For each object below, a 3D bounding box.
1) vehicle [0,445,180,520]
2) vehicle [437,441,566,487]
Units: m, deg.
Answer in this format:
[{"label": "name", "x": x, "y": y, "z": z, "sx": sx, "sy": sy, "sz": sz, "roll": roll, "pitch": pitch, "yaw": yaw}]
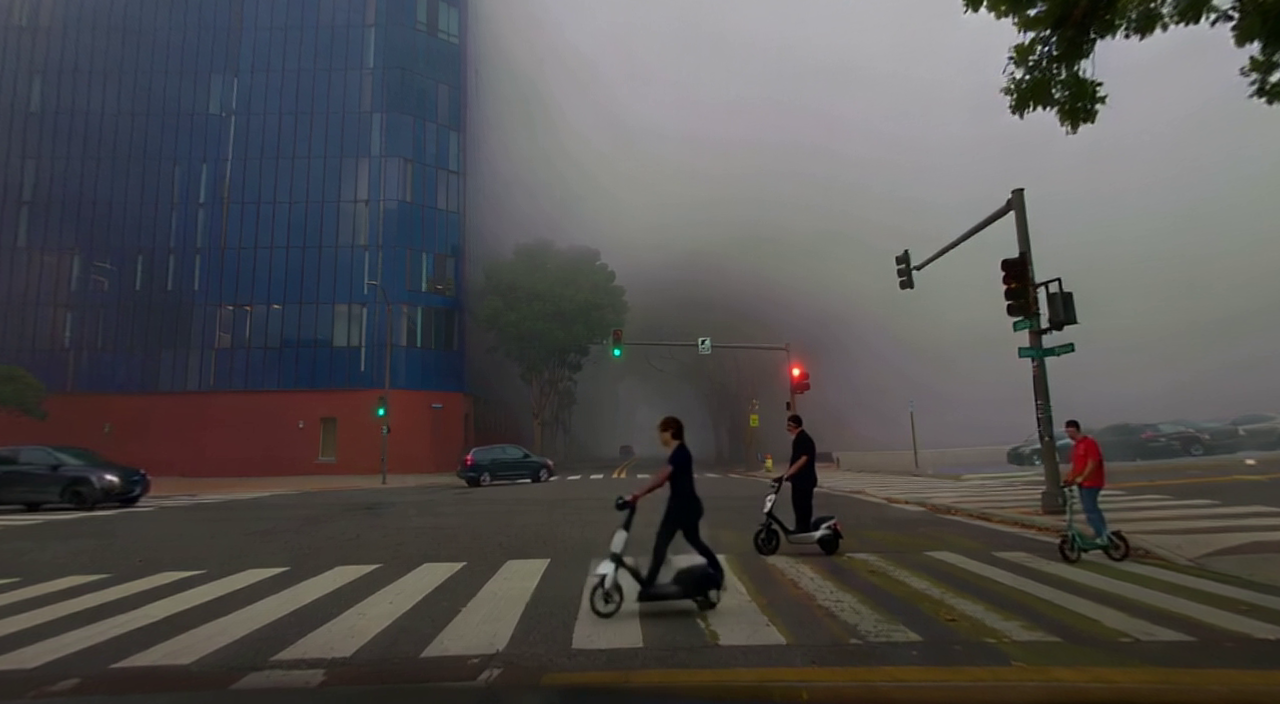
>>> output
[{"label": "vehicle", "x": -14.900, "y": 3.241, "z": 15.952, "sx": 4.802, "sy": 1.724, "sz": 2.122, "roll": 0, "pitch": -8, "yaw": -2}, {"label": "vehicle", "x": -5.408, "y": 4.380, "z": 25.122, "sx": 2.051, "sy": 1.616, "sz": 4.641, "roll": -8, "pitch": -12, "yaw": 43}]
